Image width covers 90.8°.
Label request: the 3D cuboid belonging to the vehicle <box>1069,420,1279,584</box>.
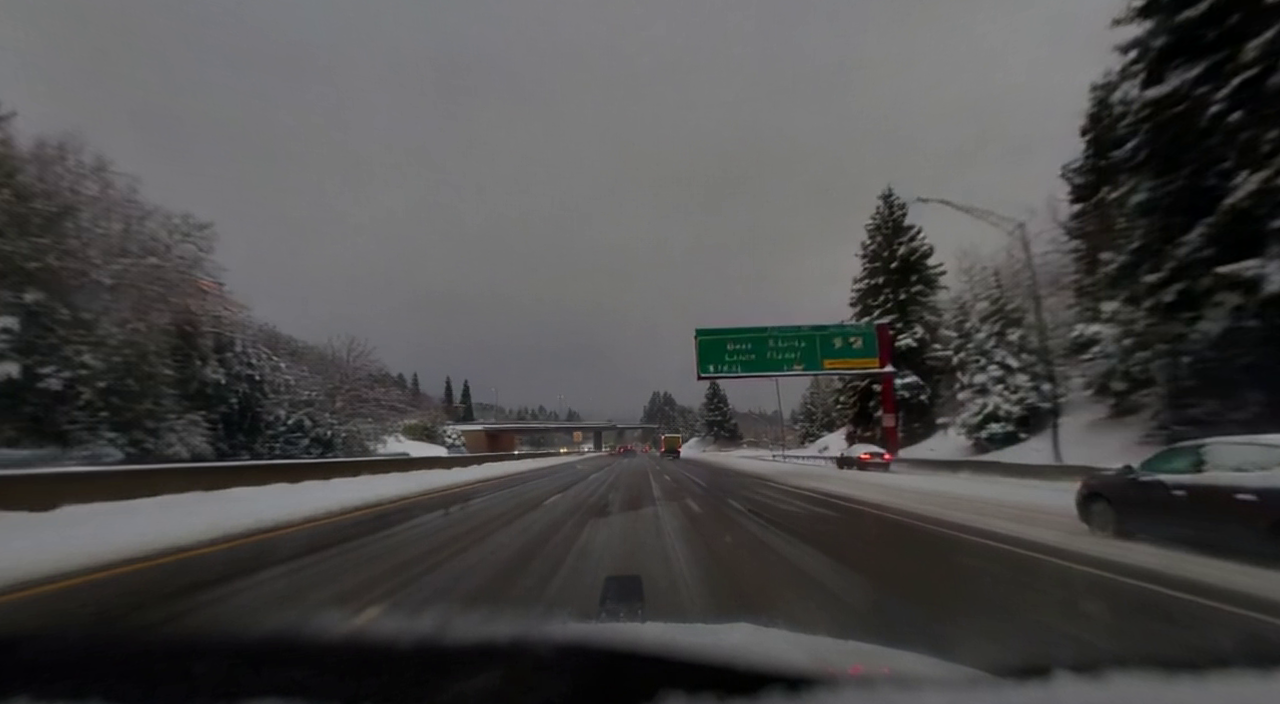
[{"bbox_3d":[6.853,1.439,6.206,1.861,1.500,4.860,0,-9,0],"label":"vehicle"}]

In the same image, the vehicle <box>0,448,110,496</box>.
[{"bbox_3d":[-23.349,4.505,24.084,1.864,1.680,5.079,0,-9,0],"label":"vehicle"}]

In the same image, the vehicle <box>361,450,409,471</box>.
[{"bbox_3d":[-19.418,8.278,48.247,1.832,1.484,4.366,0,-9,0],"label":"vehicle"}]

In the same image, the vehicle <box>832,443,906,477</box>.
[{"bbox_3d":[10.811,5.119,30.187,1.878,1.509,4.327,0,-9,0],"label":"vehicle"}]
